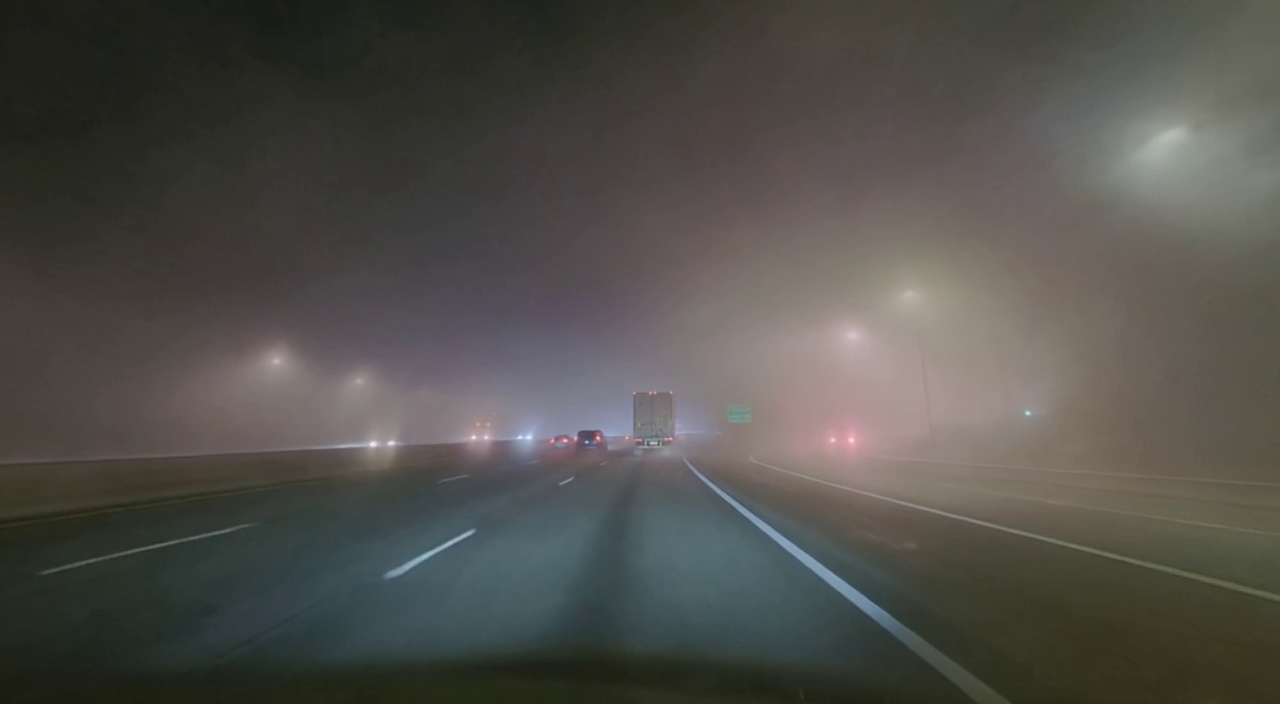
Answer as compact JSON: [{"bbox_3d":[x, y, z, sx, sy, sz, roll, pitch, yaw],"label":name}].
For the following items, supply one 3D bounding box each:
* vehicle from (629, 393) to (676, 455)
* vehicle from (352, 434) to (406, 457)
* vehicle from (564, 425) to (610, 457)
[{"bbox_3d":[0.970,5.354,45.995,3.024,4.019,10.605,0,-8,2],"label":"vehicle"},{"bbox_3d":[-18.866,6.745,45.583,1.879,1.549,4.119,-1,-8,4],"label":"vehicle"},{"bbox_3d":[-3.088,5.309,37.495,2.119,1.787,4.655,-1,-8,3],"label":"vehicle"}]
